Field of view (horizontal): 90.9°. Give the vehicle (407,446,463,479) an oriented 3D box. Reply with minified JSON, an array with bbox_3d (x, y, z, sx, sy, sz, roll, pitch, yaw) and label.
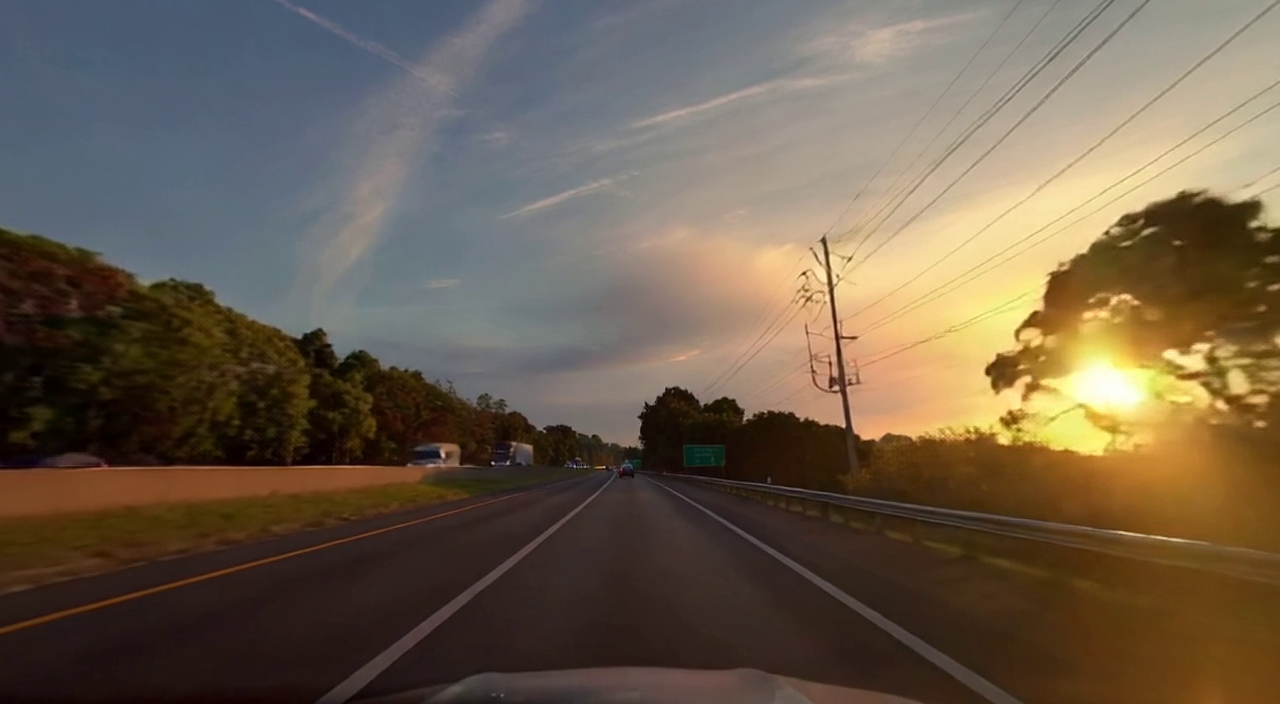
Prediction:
[{"bbox_3d":[-15.167,8.289,47.045,2.198,2.227,5.741,1,-10,0],"label":"vehicle"}]
